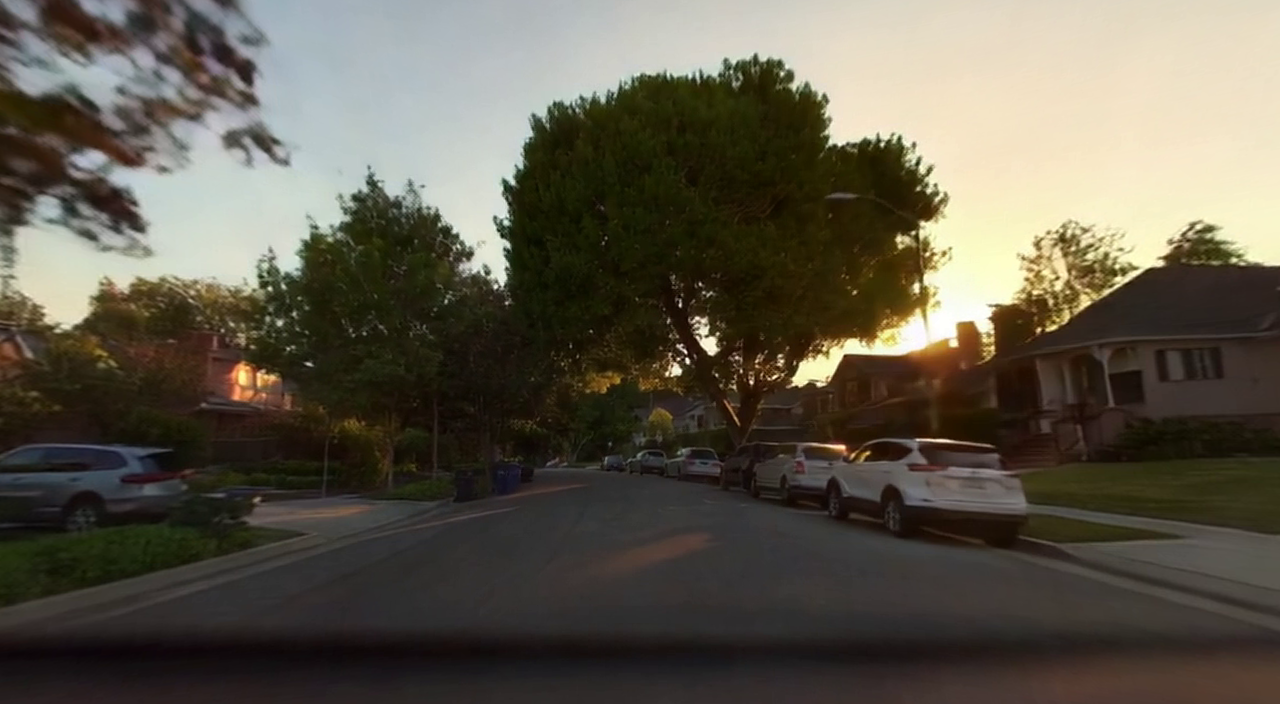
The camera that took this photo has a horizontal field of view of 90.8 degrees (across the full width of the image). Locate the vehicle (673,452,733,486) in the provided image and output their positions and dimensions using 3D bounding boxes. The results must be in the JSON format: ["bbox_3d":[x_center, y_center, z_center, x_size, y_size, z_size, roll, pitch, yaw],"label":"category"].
[{"bbox_3d":[3.612,6.823,37.223,2.111,1.771,4.942,2,-9,-11],"label":"vehicle"}]

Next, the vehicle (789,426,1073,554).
[{"bbox_3d":[5.209,2.617,12.835,2.715,1.900,6.163,1,-9,-1],"label":"vehicle"}]
